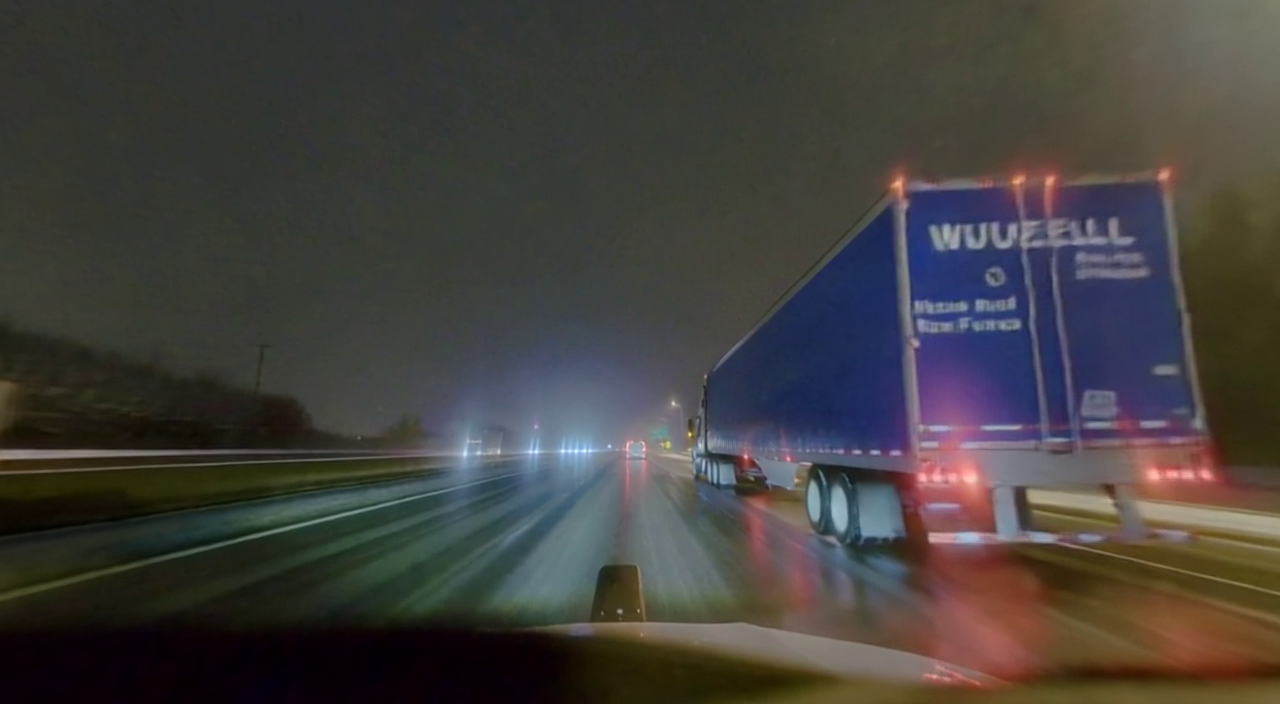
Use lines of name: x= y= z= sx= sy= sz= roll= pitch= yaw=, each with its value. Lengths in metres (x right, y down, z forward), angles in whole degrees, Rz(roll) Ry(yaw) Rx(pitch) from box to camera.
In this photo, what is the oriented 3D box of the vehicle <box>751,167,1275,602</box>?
vehicle: x=4.068 y=0.856 z=10.031 sx=2.869 sy=4.013 sz=8.610 roll=0 pitch=-9 yaw=-1
